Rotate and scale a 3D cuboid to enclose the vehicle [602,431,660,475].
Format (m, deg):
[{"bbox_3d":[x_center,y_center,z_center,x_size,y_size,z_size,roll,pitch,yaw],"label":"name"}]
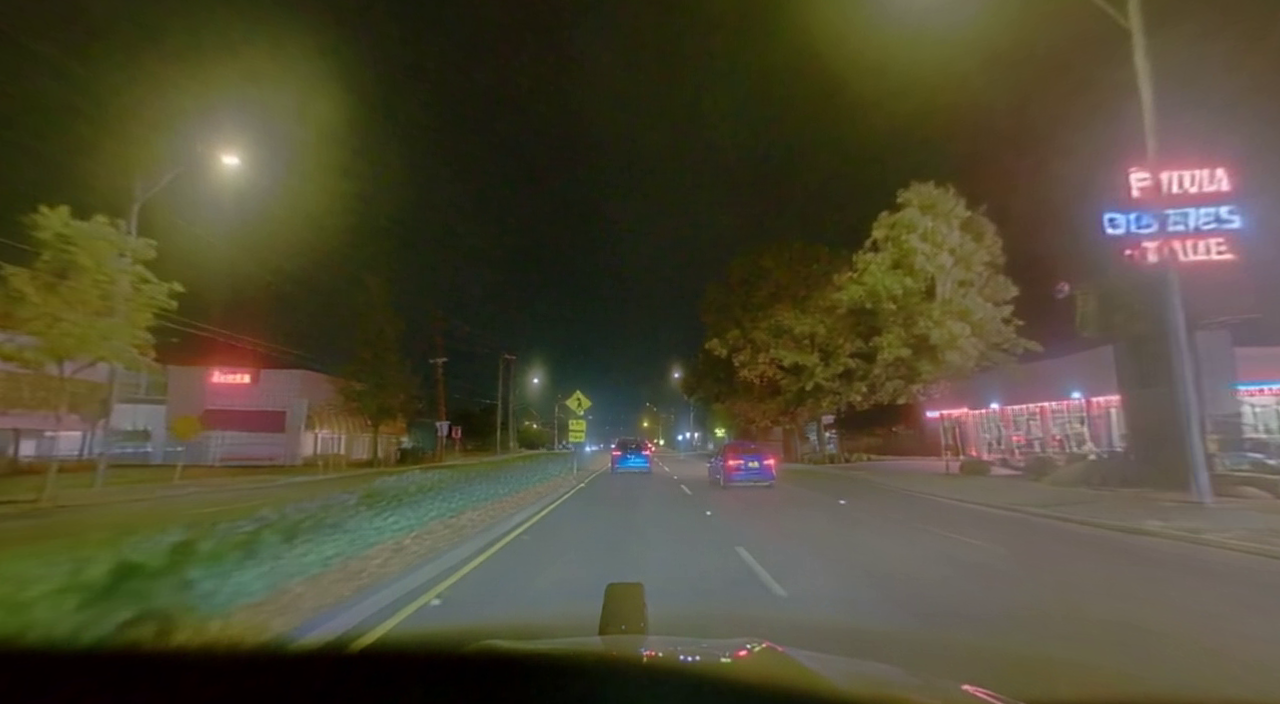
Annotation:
[{"bbox_3d":[-0.377,4.575,28.724,2.441,1.813,4.581,0,-8,0],"label":"vehicle"}]

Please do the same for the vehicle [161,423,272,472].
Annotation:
[{"bbox_3d":[-24.086,5.430,36.042,4.412,2.662,2.544,1,-8,-10],"label":"vehicle"}]

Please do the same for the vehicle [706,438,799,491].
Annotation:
[{"bbox_3d":[3.381,3.471,19.895,1.954,1.479,4.557,0,-8,-2],"label":"vehicle"}]

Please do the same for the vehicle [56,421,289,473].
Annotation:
[{"bbox_3d":[-28.024,5.721,38.469,11.007,2.864,3.115,1,-7,-11],"label":"vehicle"}]
